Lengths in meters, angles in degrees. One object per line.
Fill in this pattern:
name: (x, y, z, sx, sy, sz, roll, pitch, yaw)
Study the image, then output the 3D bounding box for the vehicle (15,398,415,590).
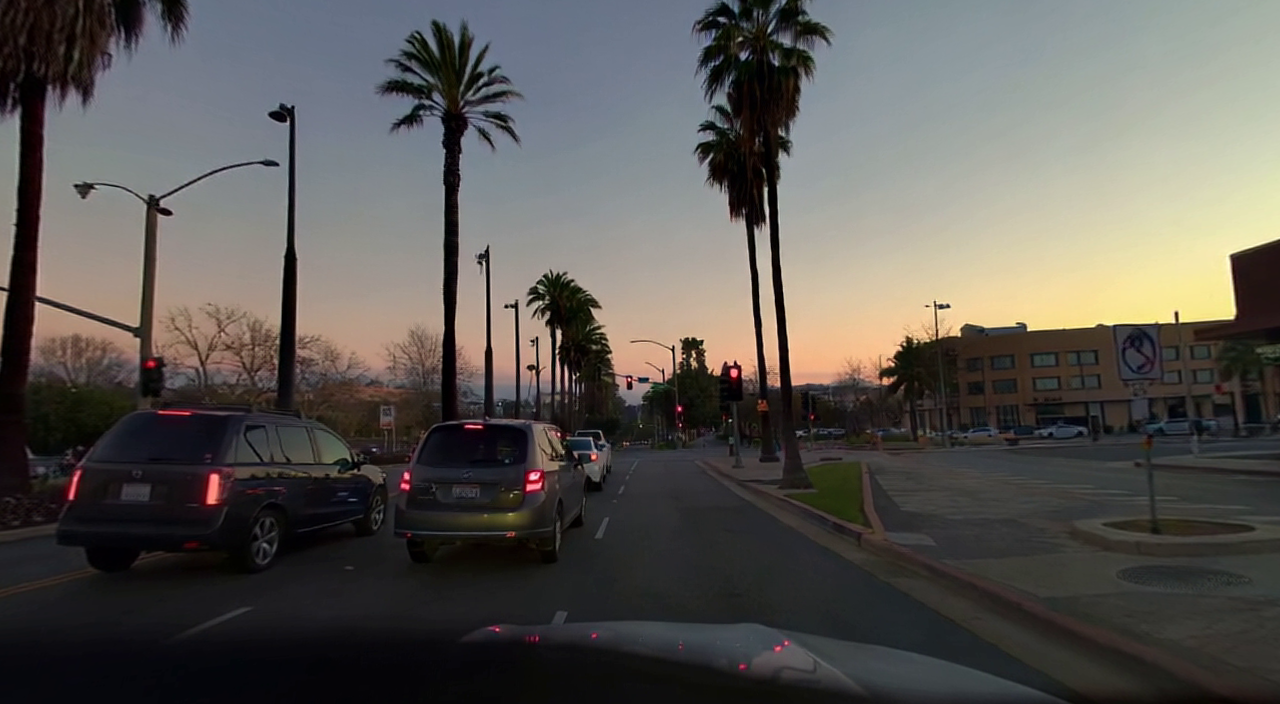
vehicle: (-5.026, 1.751, 8.639, 2.025, 1.862, 4.804, 0, -9, 1)

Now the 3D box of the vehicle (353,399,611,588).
vehicle: (-1.586, 1.664, 8.182, 2.153, 1.759, 4.320, 0, -9, 1)
